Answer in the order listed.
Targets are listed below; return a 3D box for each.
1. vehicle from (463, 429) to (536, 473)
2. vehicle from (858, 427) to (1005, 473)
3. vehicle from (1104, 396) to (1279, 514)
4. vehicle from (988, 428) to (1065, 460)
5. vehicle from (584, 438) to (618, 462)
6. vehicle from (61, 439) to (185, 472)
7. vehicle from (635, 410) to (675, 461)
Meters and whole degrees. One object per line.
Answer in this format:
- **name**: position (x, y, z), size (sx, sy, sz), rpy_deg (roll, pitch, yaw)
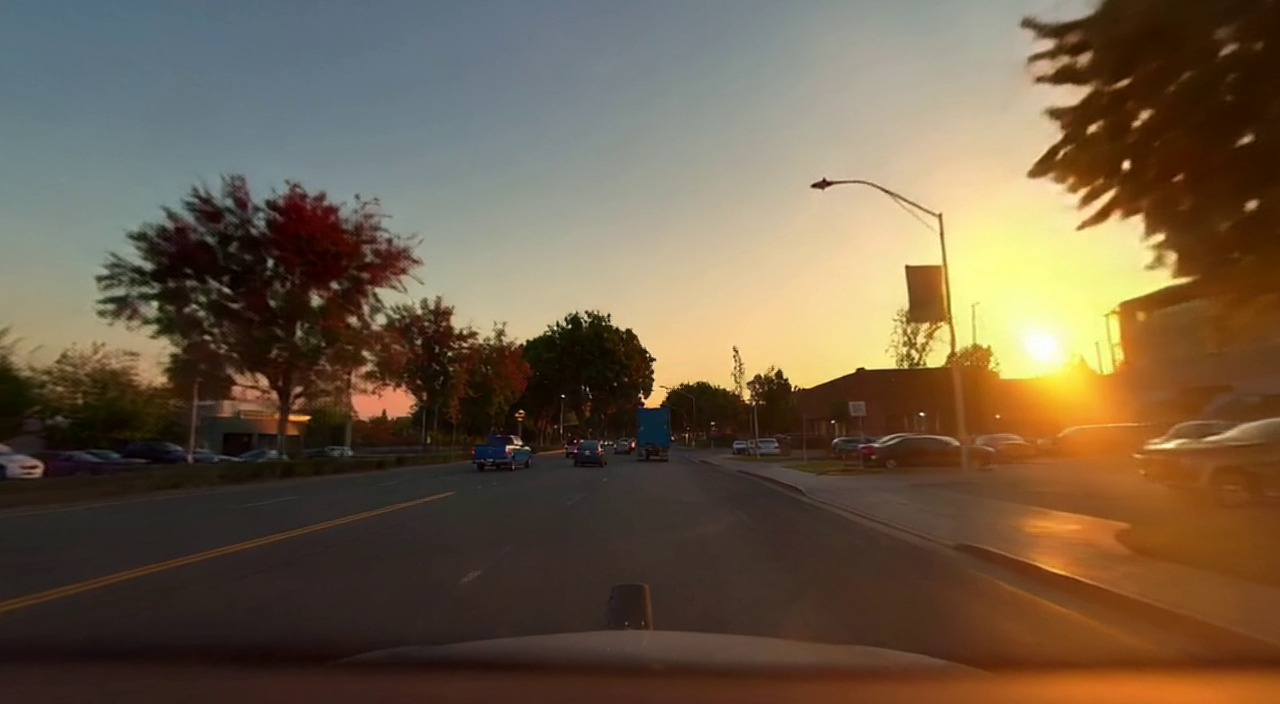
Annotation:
- **vehicle**: position (-6.617, 4.745, 30.363), size (2.149, 1.893, 5.187), rpy_deg (0, -8, 2)
- **vehicle**: position (10.510, 3.557, 22.964), size (4.346, 1.595, 1.964), rpy_deg (0, -8, 0)
- **vehicle**: position (11.042, 1.701, 10.571), size (4.838, 1.761, 2.018), rpy_deg (0, -8, 1)
- **vehicle**: position (23.183, 5.555, 37.999), size (1.976, 1.760, 4.350), rpy_deg (0, -8, 3)
- **vehicle**: position (-2.773, 7.117, 45.800), size (2.114, 1.663, 4.381), rpy_deg (0, -8, 2)
- **vehicle**: position (-34.082, 6.838, 41.695), size (6.188, 2.110, 2.333), rpy_deg (0, -8, 2)
- **vehicle**: position (1.096, 6.639, 49.864), size (2.905, 3.644, 8.441), rpy_deg (0, -8, 0)
